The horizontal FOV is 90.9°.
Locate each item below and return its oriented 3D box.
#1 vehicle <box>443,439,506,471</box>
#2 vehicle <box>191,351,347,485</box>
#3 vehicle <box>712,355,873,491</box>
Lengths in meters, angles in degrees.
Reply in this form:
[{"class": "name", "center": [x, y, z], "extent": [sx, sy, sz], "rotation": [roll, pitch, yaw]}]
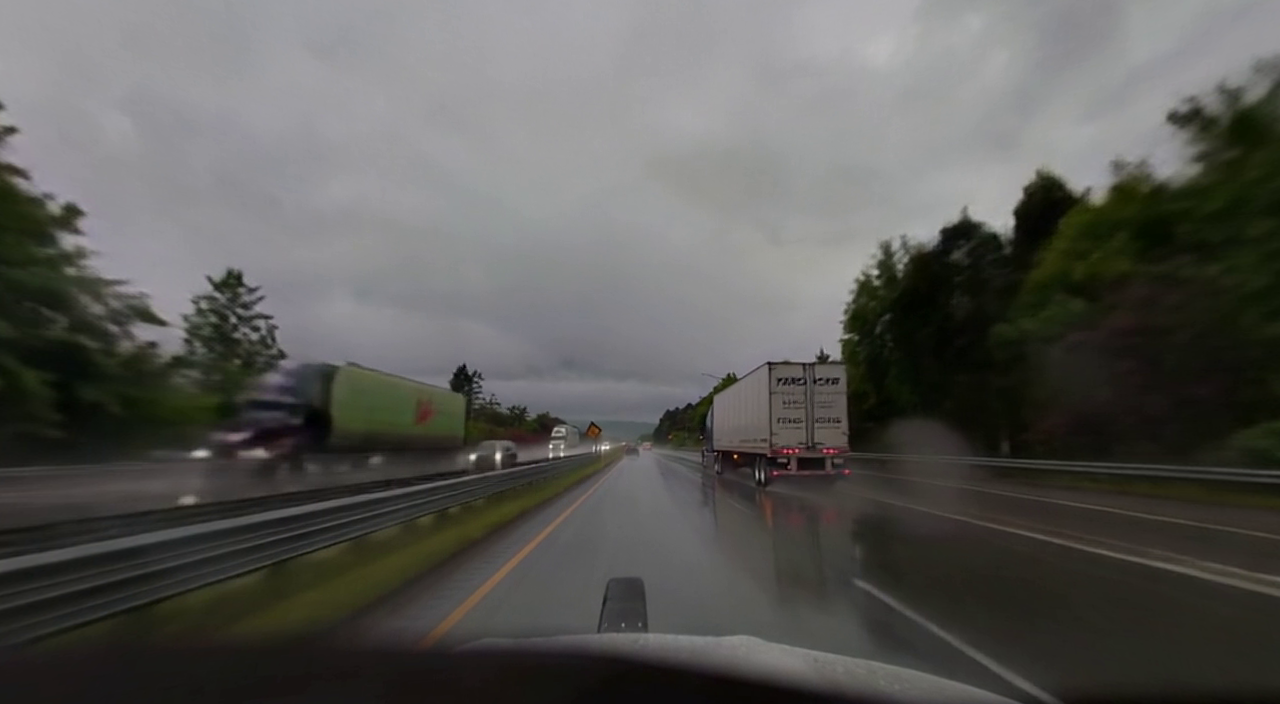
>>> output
[{"class": "vehicle", "center": [-8.303, 5.232, 31.983], "extent": [2.061, 1.505, 3.990], "rotation": [0, -9, 0]}, {"class": "vehicle", "center": [-11.831, 2.161, 20.372], "extent": [3.293, 4.054, 2.389], "rotation": [0, -9, 0]}, {"class": "vehicle", "center": [5.332, 3.196, 25.978], "extent": [2.983, 4.030, 14.444], "rotation": [0, -9, 0]}]
